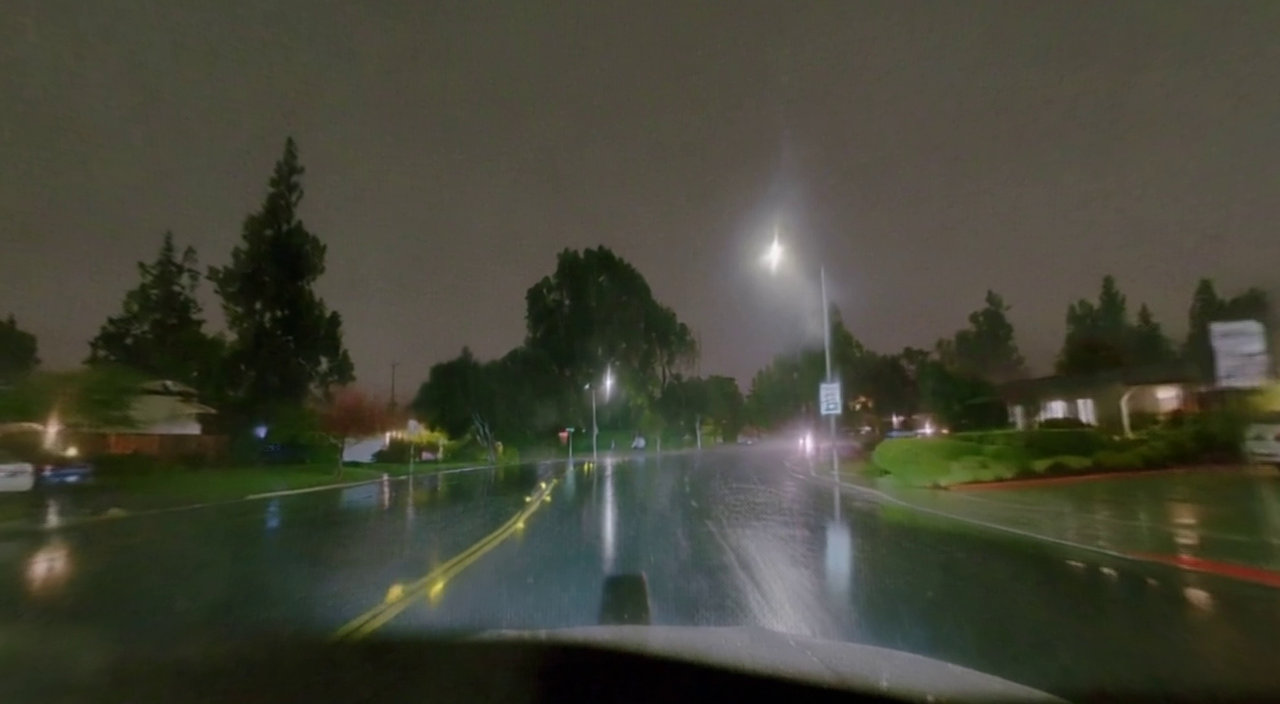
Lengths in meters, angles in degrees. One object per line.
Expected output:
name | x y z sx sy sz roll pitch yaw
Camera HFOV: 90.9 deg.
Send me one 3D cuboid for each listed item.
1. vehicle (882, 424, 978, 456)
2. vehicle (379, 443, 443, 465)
vehicle | 16.818 5.136 36.778 4.766 1.789 1.939 -3 -9 16
vehicle | -17.506 7.787 48.191 4.110 1.605 1.968 -2 -9 15
